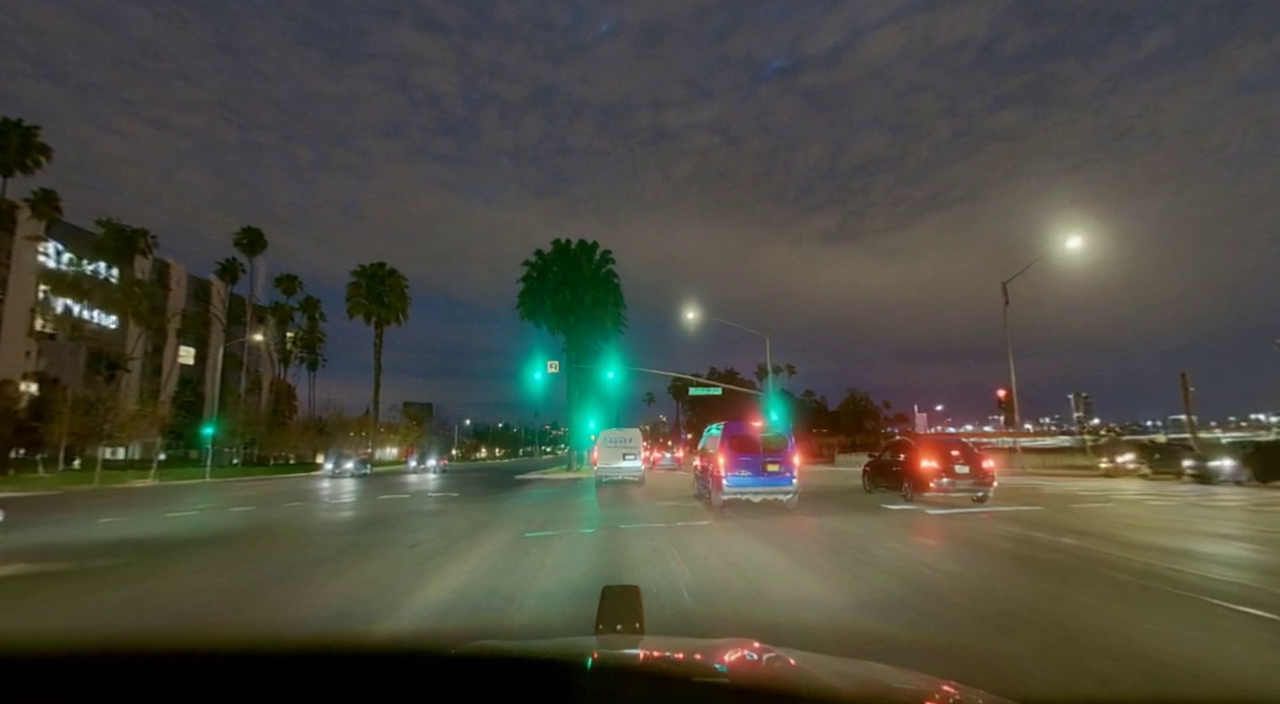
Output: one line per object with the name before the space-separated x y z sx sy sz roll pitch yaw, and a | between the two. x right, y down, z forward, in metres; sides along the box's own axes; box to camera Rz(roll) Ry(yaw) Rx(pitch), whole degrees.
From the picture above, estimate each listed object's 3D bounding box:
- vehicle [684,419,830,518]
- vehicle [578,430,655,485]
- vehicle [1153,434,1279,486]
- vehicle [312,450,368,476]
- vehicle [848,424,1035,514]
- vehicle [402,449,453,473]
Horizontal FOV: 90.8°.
vehicle | 2.385 2.543 14.322 2.200 1.847 4.618 0 -8 -3
vehicle | -0.969 4.341 26.315 2.848 1.991 5.706 0 -8 -2
vehicle | 21.214 3.779 22.341 4.442 1.671 2.177 1 -9 -9
vehicle | -22.705 8.388 47.982 1.957 1.753 4.464 -1 -8 2
vehicle | 6.813 2.683 14.968 2.023 1.771 4.488 0 -8 -3
vehicle | -14.772 7.581 44.159 2.067 1.435 4.558 0 -8 -1
